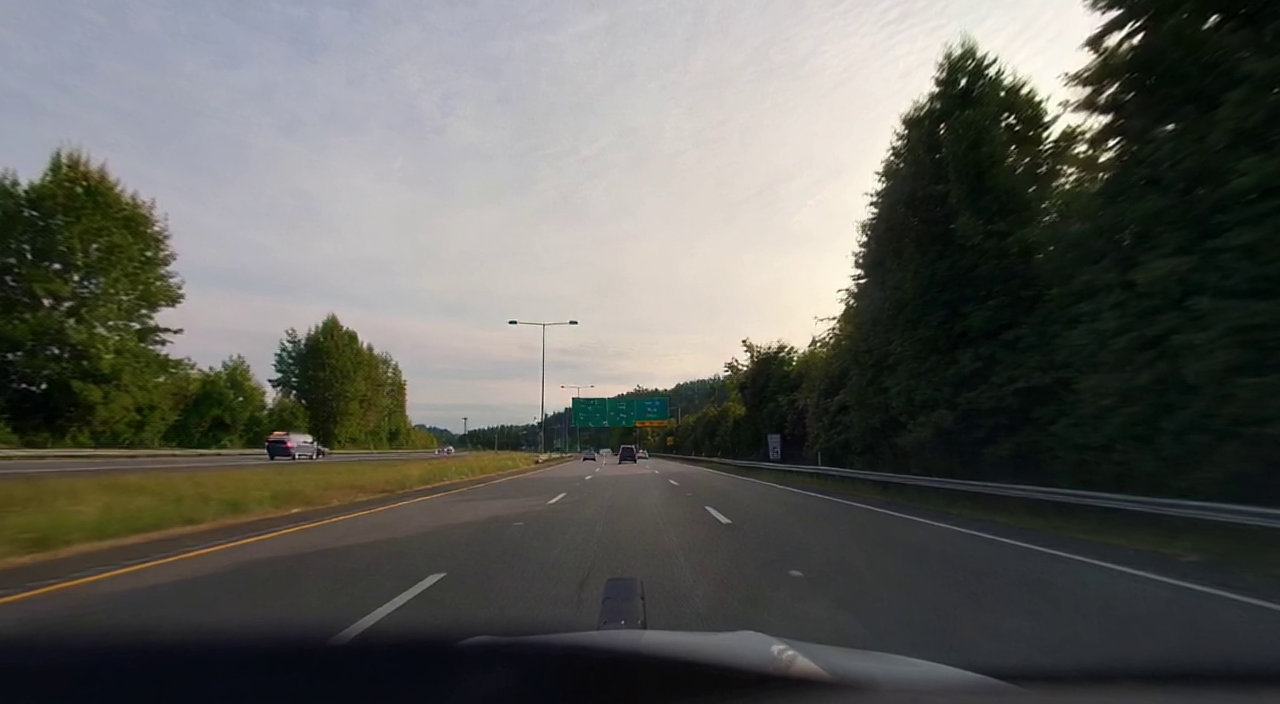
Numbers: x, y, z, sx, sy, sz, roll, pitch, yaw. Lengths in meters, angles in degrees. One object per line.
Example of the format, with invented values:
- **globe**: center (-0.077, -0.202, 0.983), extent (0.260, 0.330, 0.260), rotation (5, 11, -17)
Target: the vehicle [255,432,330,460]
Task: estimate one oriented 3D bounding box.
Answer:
- **vehicle**: center (-19.432, 5.286, 35.478), extent (1.901, 1.465, 4.173), rotation (0, -9, -1)
